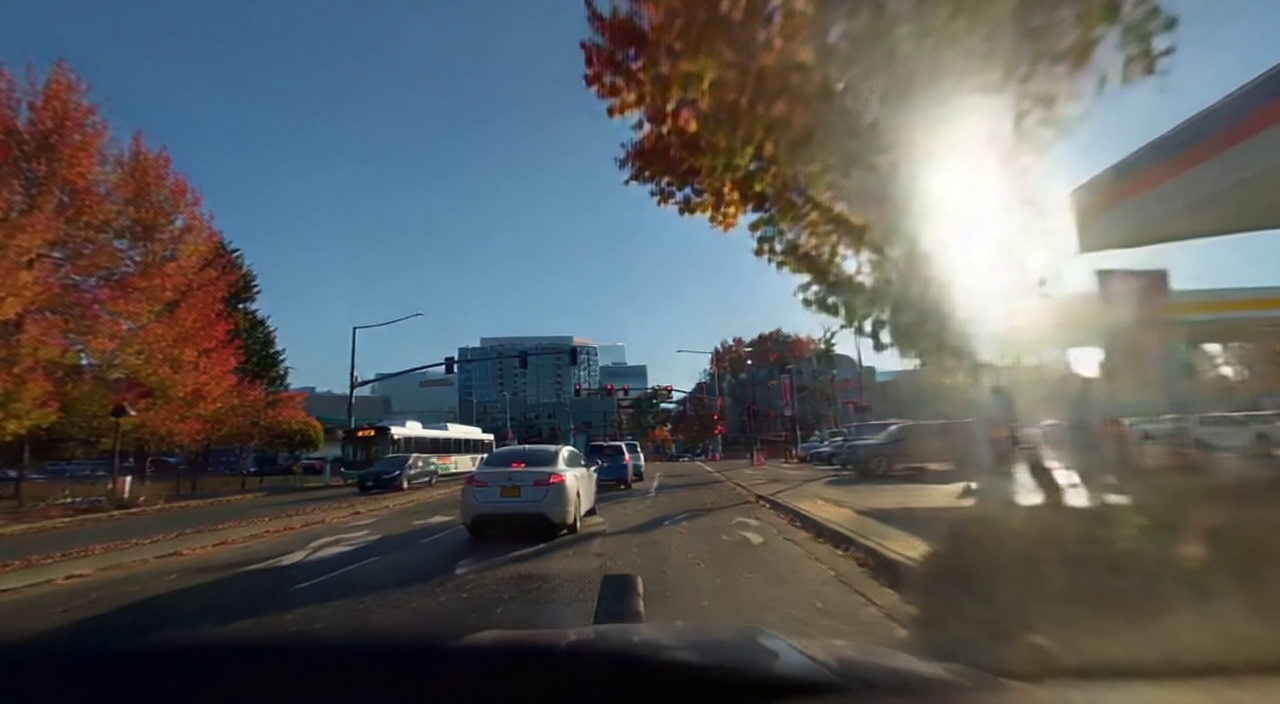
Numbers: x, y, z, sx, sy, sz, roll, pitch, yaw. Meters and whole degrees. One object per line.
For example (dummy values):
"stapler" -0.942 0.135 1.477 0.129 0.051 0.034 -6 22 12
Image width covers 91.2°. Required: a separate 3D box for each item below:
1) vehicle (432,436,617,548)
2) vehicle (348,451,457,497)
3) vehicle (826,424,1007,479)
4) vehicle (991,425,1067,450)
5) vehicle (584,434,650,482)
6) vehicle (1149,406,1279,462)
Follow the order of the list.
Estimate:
"vehicle" -1.662 2.227 10.638 2.092 1.507 4.078 -1 -9 4
"vehicle" -9.276 4.795 25.077 2.054 1.599 5.178 -1 -9 3
"vehicle" 8.899 3.247 20.598 4.894 1.451 2.089 -4 -8 3
"vehicle" 26.403 5.803 42.602 3.847 1.490 1.883 -1 -8 -5
"vehicle" -0.815 4.226 25.152 2.365 1.751 3.904 -1 -9 2
"vehicle" 17.764 2.394 18.191 4.064 1.507 2.078 -1 -9 3
